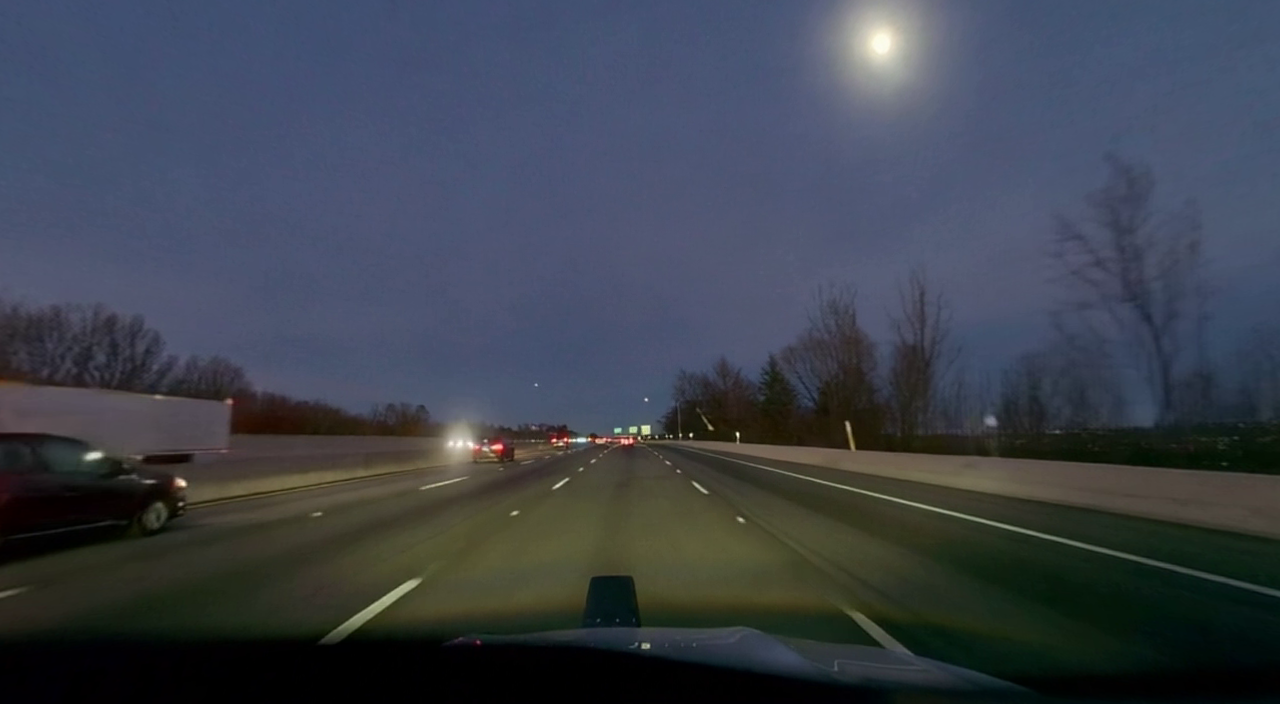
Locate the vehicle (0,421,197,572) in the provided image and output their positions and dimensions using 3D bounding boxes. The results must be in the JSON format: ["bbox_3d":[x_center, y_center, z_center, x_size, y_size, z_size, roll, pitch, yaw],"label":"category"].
[{"bbox_3d":[-7.484,1.522,6.783,2.003,1.523,4.741,0,-8,-1],"label":"vehicle"}]

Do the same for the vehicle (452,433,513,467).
[{"bbox_3d":[-7.652,4.783,30.951,1.972,1.532,4.222,0,-8,-1],"label":"vehicle"}]
